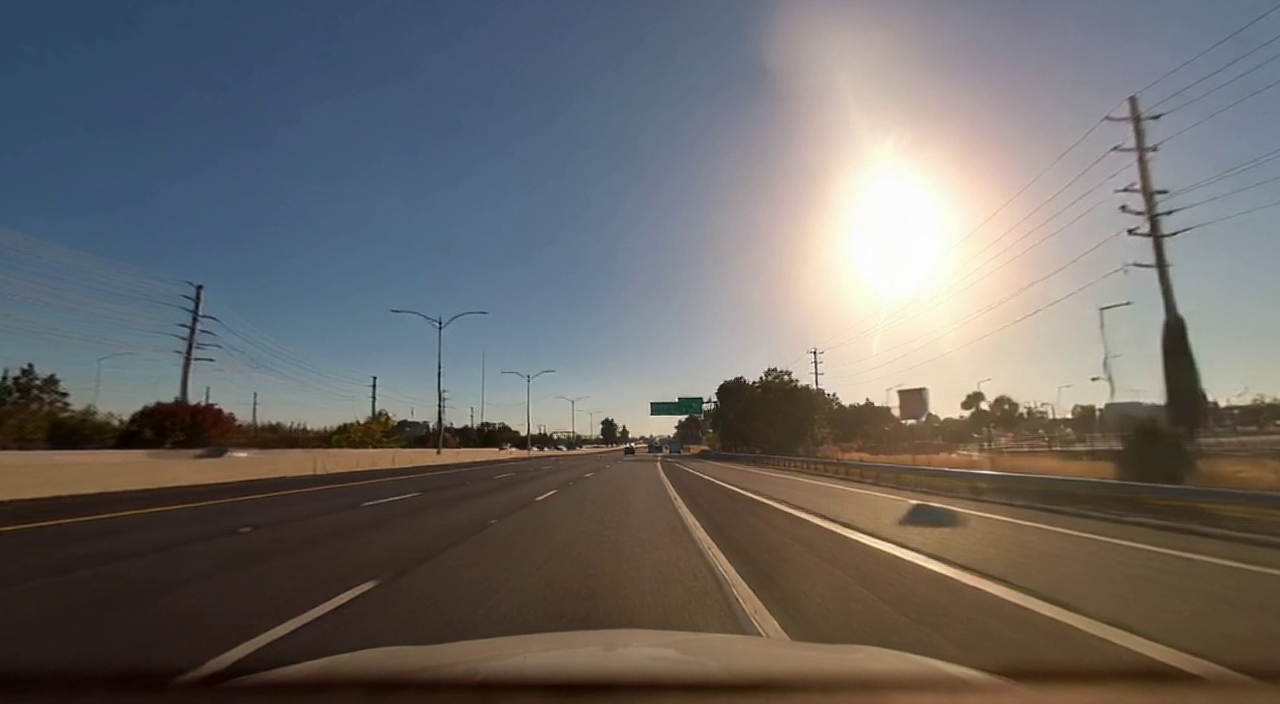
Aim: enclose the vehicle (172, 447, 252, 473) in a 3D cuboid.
[{"bbox_3d":[-28.761,7.223,42.637,2.058,1.604,4.738,0,-8,0],"label":"vehicle"}]
